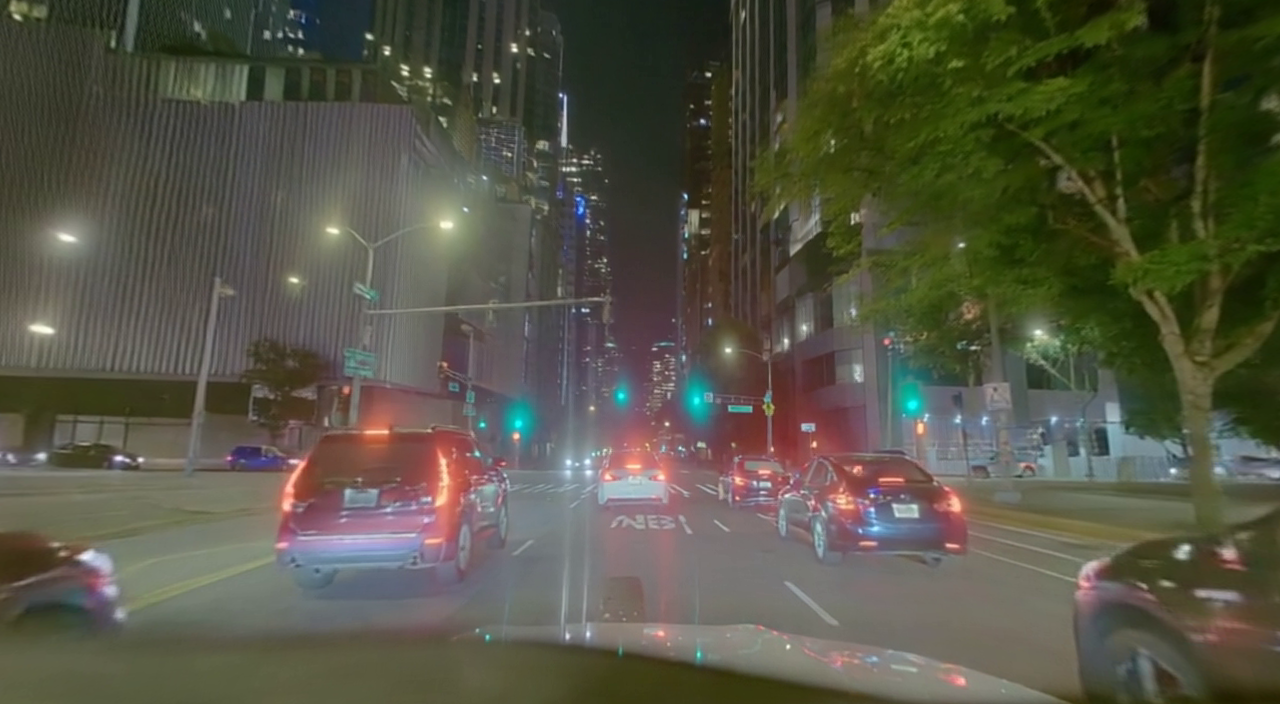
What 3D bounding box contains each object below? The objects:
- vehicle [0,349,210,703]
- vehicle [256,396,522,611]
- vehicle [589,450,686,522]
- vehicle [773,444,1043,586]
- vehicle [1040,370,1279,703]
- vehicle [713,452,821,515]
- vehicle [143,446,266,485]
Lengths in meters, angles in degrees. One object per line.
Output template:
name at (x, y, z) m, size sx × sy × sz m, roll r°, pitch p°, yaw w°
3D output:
vehicle at (-3.412, 0.710, 1.291) m, size 2.046 × 1.744 × 4.407 m, roll 0°, pitch -8°, yaw -2°
vehicle at (-2.767, 1.719, 7.992) m, size 1.683 × 2.039 × 3.703 m, roll 0°, pitch -8°, yaw 2°
vehicle at (-0.076, 3.114, 15.198) m, size 2.031 × 1.461 × 3.763 m, roll 0°, pitch -8°, yaw -1°
vehicle at (3.440, 2.140, 9.282) m, size 1.973 × 1.537 × 4.533 m, roll 0°, pitch -8°, yaw 0°
vehicle at (3.254, 0.752, 1.219) m, size 2.179 × 1.631 × 4.173 m, roll 0°, pitch -8°, yaw 0°
vehicle at (3.364, 3.565, 17.636) m, size 1.942 × 1.443 × 4.468 m, roll 0°, pitch -8°, yaw -2°
vehicle at (-20.247, 5.263, 29.469) m, size 4.271 × 1.705 × 1.941 m, roll 0°, pitch -8°, yaw 1°
